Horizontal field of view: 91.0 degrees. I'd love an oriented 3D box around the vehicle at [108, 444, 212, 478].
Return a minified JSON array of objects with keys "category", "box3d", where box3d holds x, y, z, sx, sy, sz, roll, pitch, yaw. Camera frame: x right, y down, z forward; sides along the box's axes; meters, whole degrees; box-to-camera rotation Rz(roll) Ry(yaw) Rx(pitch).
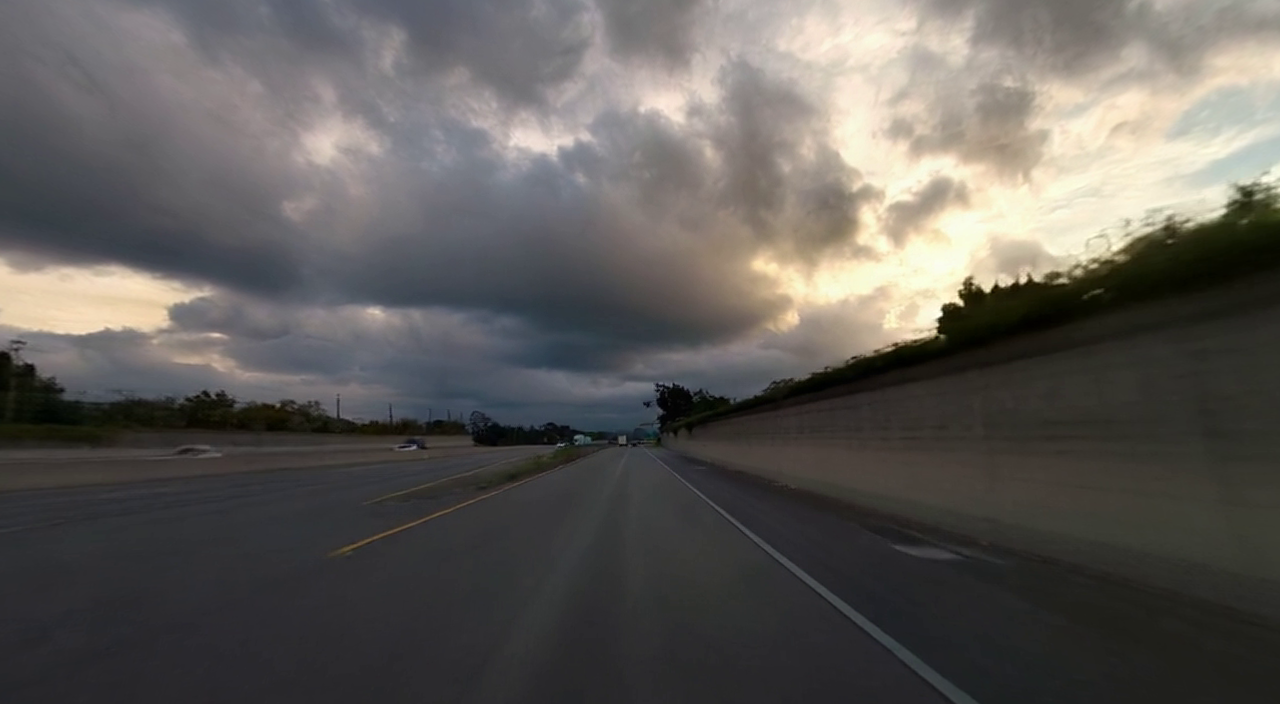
[{"category":"vehicle","box3d":[-23.611,5.337,31.210,1.899,1.481,4.618,0,-8,-5]}]
